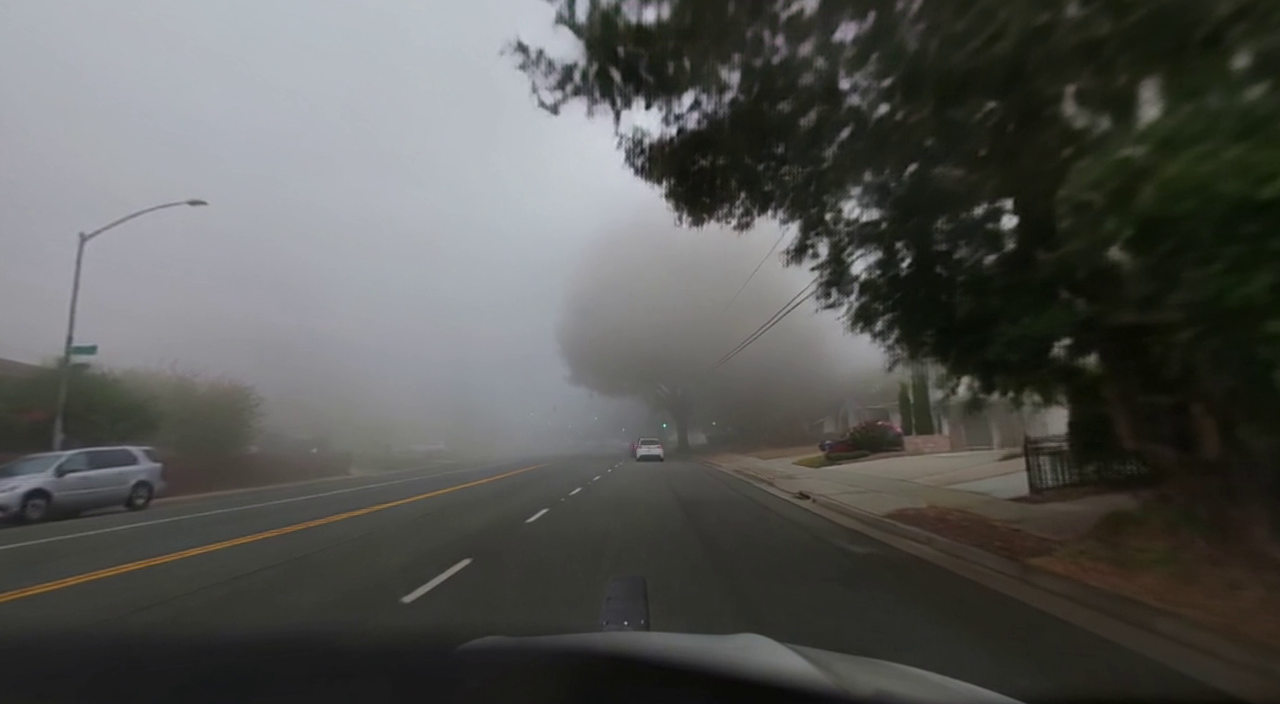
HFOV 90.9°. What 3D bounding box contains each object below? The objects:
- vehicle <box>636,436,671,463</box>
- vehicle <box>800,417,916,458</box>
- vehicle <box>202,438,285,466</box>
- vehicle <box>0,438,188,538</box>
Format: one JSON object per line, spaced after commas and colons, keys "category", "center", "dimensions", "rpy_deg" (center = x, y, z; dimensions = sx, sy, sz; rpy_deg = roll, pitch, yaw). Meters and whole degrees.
{"category": "vehicle", "center": [0.858, 6.070, 39.356], "dimensions": [2.088, 1.607, 3.903], "rpy_deg": [0, -8, 2]}
{"category": "vehicle", "center": [10.442, 4.142, 30.455], "dimensions": [4.746, 1.485, 1.916], "rpy_deg": [-5, -8, 0]}
{"category": "vehicle", "center": [-28.197, 7.059, 44.803], "dimensions": [5.100, 1.864, 2.490], "rpy_deg": [-4, -9, 25]}
{"category": "vehicle", "center": [-14.095, 3.180, 15.368], "dimensions": [2.337, 1.850, 5.448], "rpy_deg": [-4, -6, -2]}
